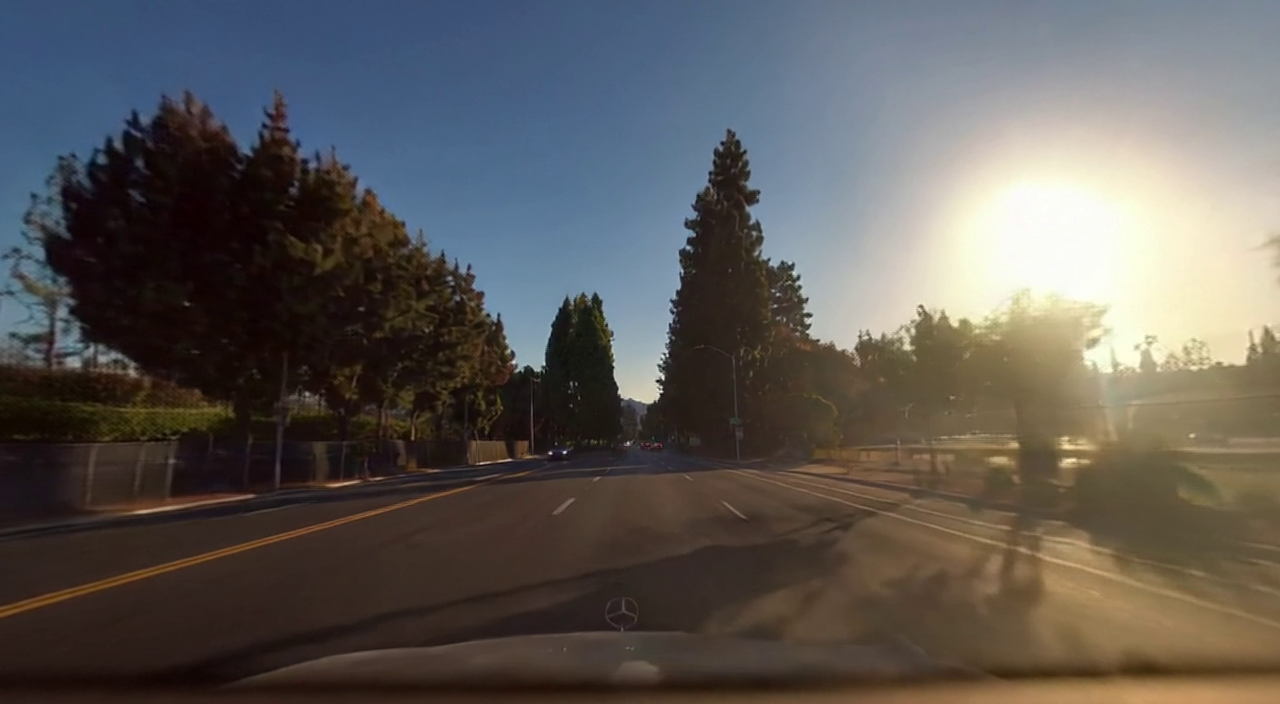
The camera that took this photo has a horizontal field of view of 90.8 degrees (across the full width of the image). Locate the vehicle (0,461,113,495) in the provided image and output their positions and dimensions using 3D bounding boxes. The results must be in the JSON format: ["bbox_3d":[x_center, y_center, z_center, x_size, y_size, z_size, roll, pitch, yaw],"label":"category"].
[{"bbox_3d":[-27.241,5.820,29.322,3.977,1.453,1.768,-1,-9,2],"label":"vehicle"}]

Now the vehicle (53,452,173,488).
[{"bbox_3d":[-26.476,5.924,31.877,4.140,1.635,2.059,-1,-8,-1],"label":"vehicle"}]
